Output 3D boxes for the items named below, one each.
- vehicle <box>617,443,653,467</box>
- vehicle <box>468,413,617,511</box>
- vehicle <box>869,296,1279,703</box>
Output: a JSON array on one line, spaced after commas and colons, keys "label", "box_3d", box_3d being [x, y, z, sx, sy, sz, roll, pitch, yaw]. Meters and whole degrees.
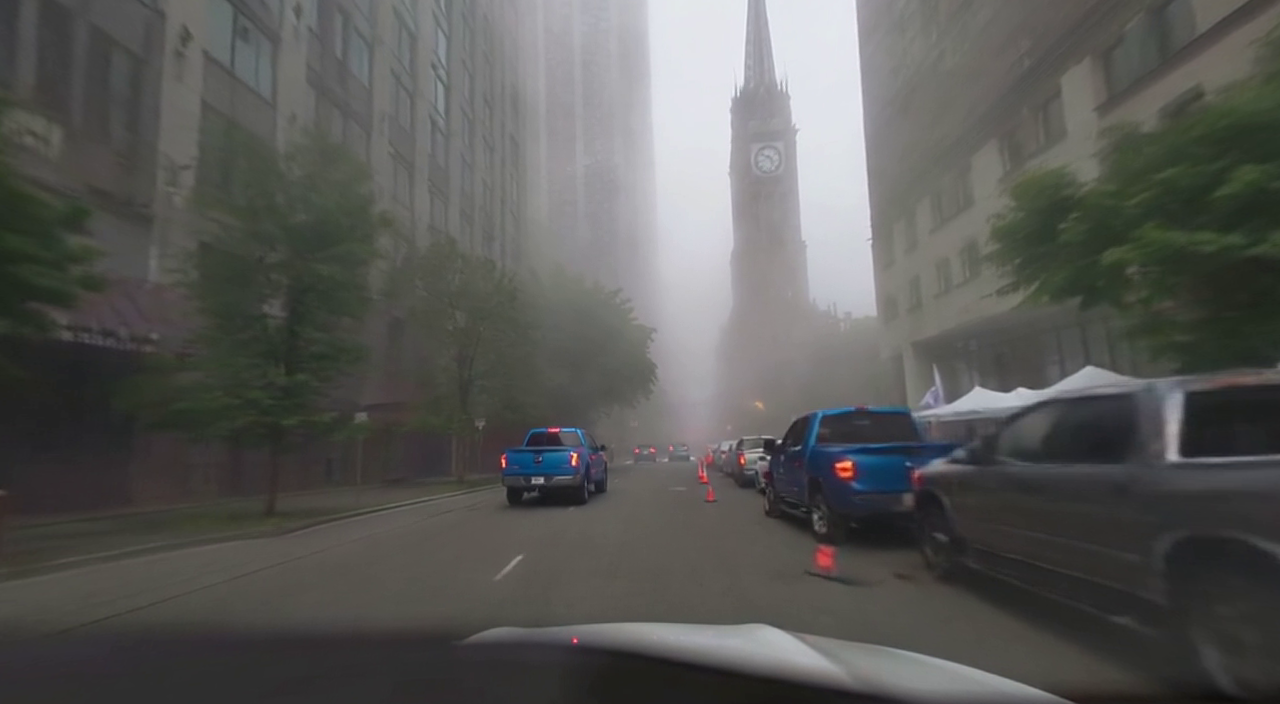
[{"label": "vehicle", "box_3d": [-0.282, 6.863, 42.046, 1.895, 1.489, 4.328, -1, -9, 6]}, {"label": "vehicle", "box_3d": [-2.084, 2.659, 15.614, 2.452, 1.954, 5.653, -1, -9, 4]}, {"label": "vehicle", "box_3d": [3.472, 0.960, 4.219, 2.057, 1.797, 4.734, 0, -9, 0]}]
